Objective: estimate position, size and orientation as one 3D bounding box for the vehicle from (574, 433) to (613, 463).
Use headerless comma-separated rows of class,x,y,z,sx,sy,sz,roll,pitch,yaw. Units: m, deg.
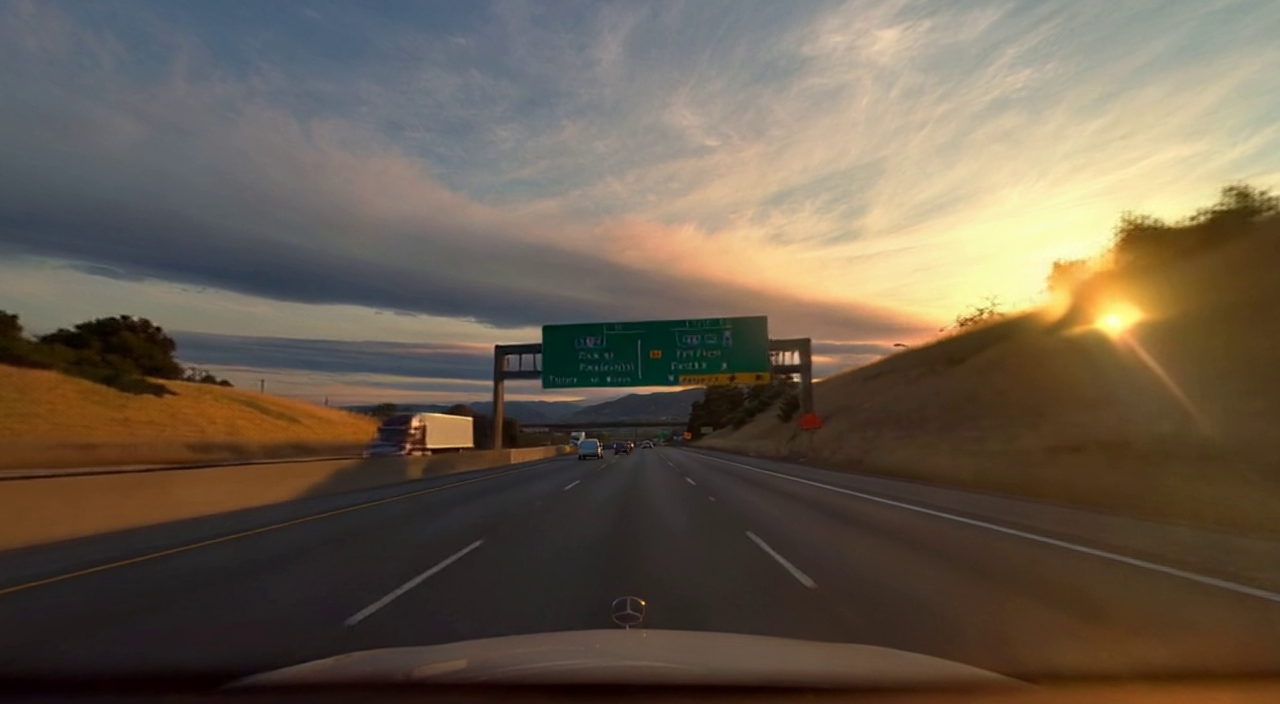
vehicle,-3.207,6.788,44.500,2.286,2.011,4.452,0,-8,1
